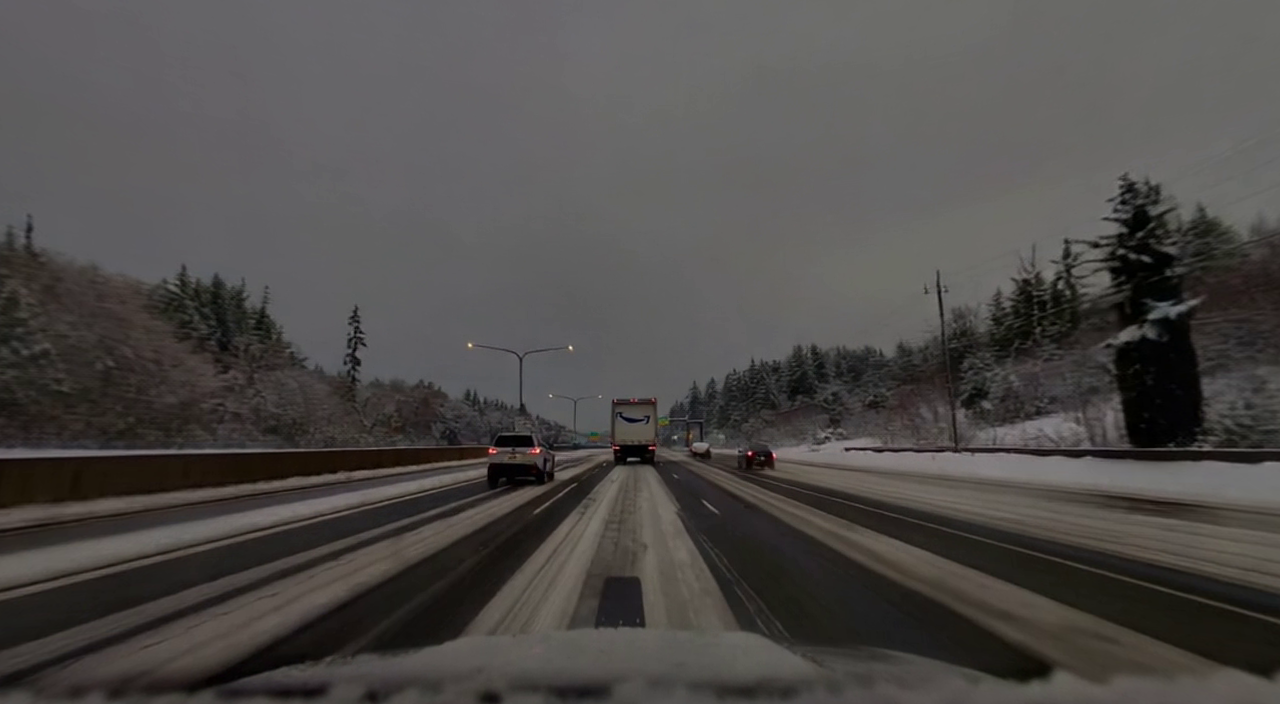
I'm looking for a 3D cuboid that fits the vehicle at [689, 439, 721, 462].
[{"bbox_3d":[4.987,7.670,49.041,2.067,1.654,3.985,0,-8,0],"label":"vehicle"}]

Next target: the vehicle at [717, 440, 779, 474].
[{"bbox_3d":[5.068,4.982,30.148,1.970,1.499,4.491,1,-9,-3],"label":"vehicle"}]

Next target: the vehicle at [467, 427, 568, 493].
[{"bbox_3d":[-3.456,3.150,18.661,2.095,1.688,4.188,0,-9,1],"label":"vehicle"}]

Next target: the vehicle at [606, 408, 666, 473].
[{"bbox_3d":[-0.202,4.164,29.508,2.456,2.705,6.251,1,-9,-1],"label":"vehicle"}]
